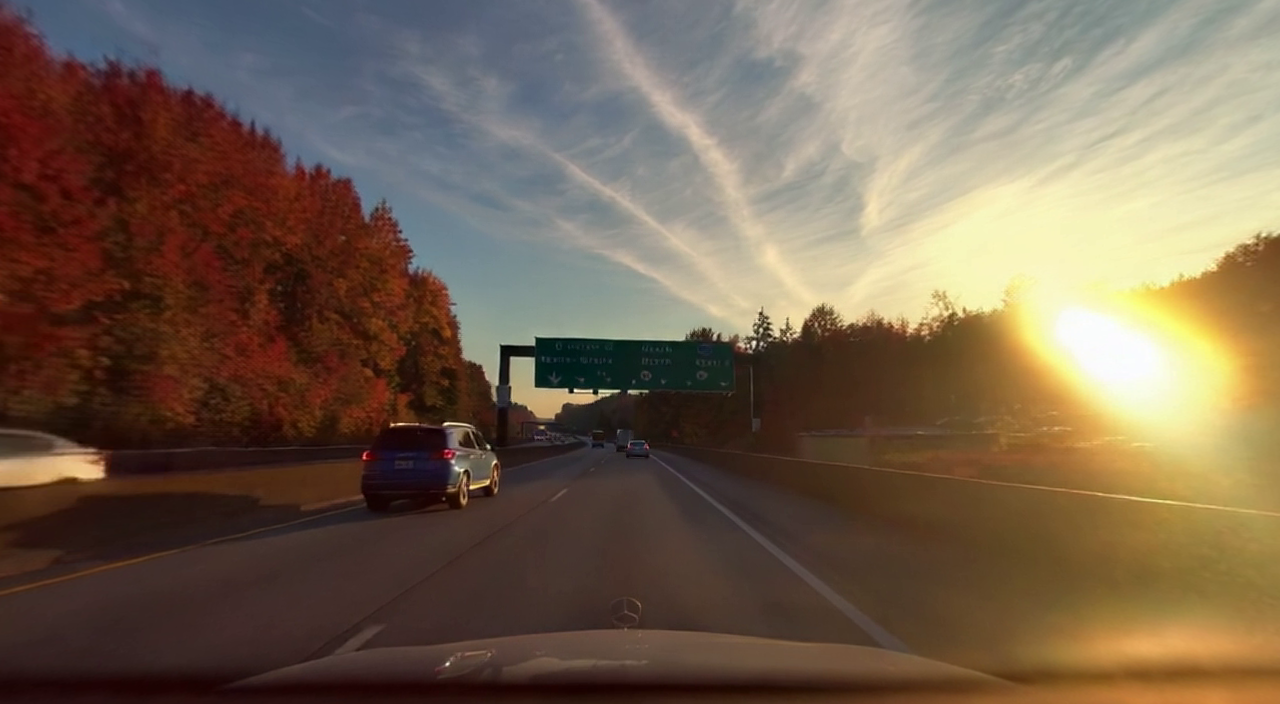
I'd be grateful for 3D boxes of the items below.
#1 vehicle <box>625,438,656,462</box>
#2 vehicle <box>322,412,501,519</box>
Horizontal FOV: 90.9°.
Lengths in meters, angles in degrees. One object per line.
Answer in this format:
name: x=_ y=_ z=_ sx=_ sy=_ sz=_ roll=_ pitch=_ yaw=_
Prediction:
vehicle: x=0.025 y=6.391 z=41.271 sx=1.939 sy=1.497 sz=3.863 roll=0 pitch=-8 yaw=0
vehicle: x=-4.204 y=2.157 z=12.440 sx=1.924 sy=1.720 sz=4.195 roll=0 pitch=-8 yaw=0
